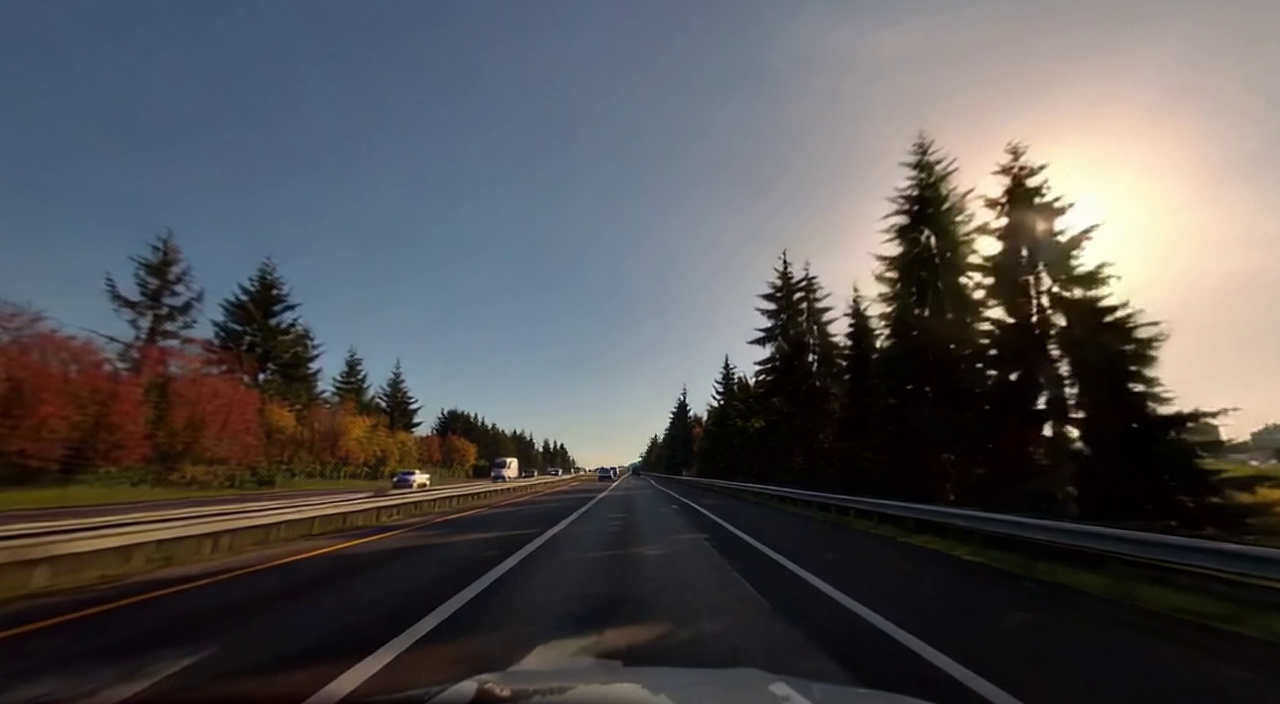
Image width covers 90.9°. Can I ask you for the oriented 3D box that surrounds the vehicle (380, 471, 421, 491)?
[{"bbox_3d":[-18.228,9.794,48.025,1.726,1.426,3.490,1,-11,0],"label":"vehicle"}]
